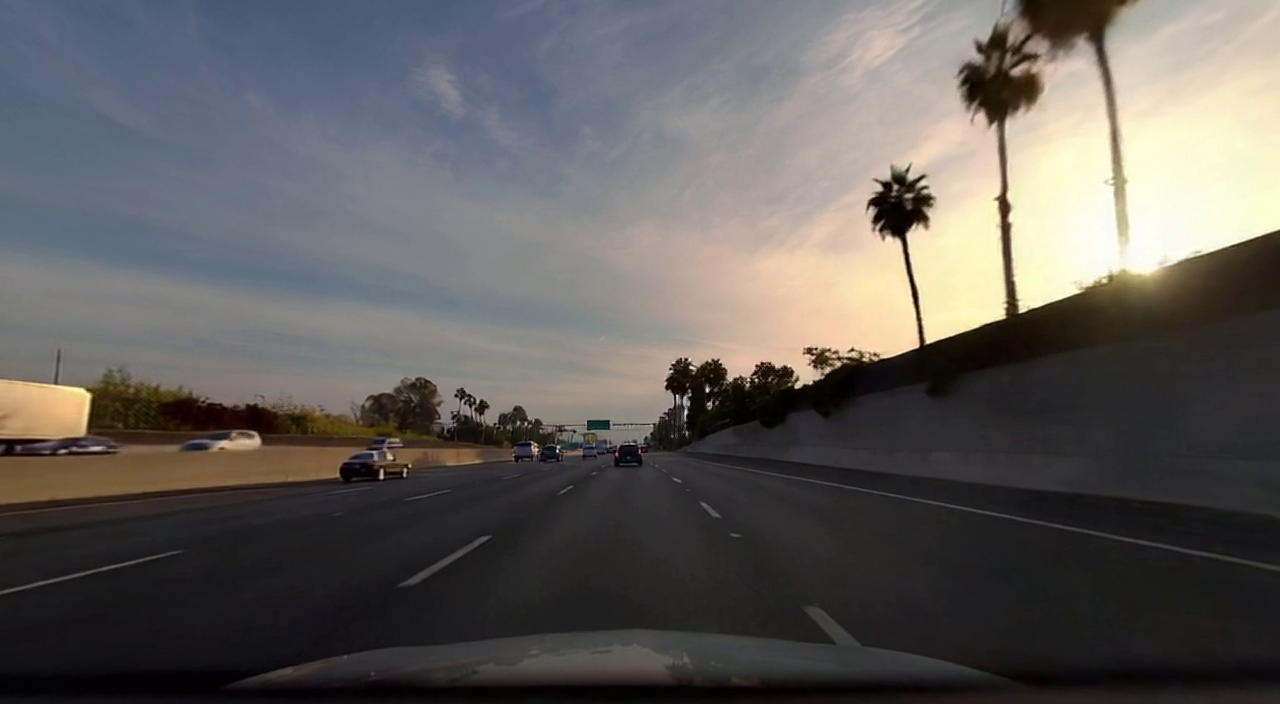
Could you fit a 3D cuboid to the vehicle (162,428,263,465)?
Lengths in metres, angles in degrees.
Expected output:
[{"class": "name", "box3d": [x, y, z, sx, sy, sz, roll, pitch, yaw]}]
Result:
[{"class": "vehicle", "box3d": [-17.920, 3.994, 26.702, 1.774, 1.453, 3.552, 0, -8, -1]}]

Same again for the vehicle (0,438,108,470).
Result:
[{"class": "vehicle", "box3d": [-28.993, 4.973, 30.991, 1.846, 1.427, 4.505, 0, -8, 1]}]

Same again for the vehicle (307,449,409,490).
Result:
[{"class": "vehicle", "box3d": [-11.381, 4.760, 25.946, 1.946, 1.473, 4.763, 0, -8, 1]}]

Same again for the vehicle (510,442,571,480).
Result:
[{"class": "vehicle", "box3d": [-4.694, 5.209, 30.410, 2.204, 1.677, 4.438, 0, -8, 0]}]

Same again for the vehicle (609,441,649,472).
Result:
[{"class": "vehicle", "box3d": [-0.650, 6.013, 36.530, 2.201, 1.672, 4.128, 0, -8, -1]}]

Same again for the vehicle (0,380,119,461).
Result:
[{"class": "vehicle", "box3d": [-32.944, 3.142, 29.546, 2.883, 3.957, 16.802, 0, -9, 0]}]
